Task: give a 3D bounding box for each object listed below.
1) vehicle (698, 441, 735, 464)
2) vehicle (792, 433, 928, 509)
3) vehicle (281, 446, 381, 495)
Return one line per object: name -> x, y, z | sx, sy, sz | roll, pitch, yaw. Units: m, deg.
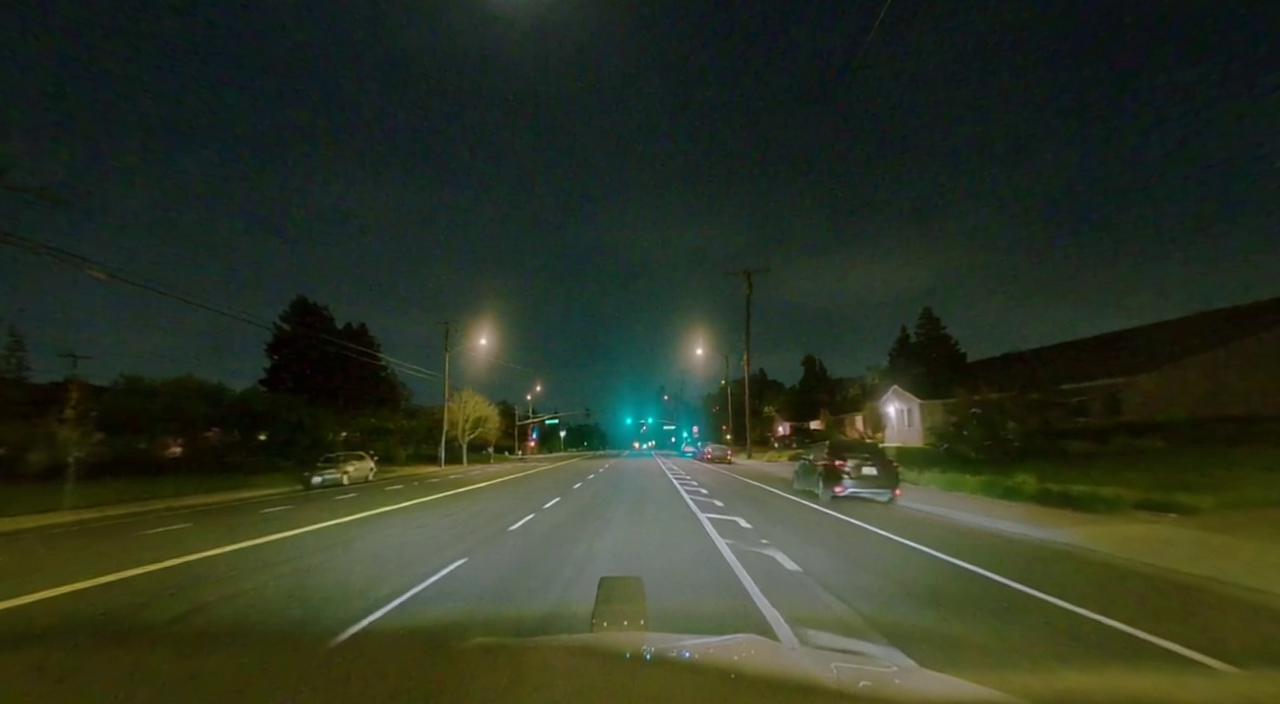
vehicle -> 5.042, 6.689, 42.097 | 1.881, 1.435, 4.525 | 0, -8, -1
vehicle -> 4.962, 2.702, 14.812 | 1.803, 1.517, 3.738 | 0, -8, -1
vehicle -> -12.087, 4.609, 25.004 | 2.000, 1.523, 4.226 | -2, -6, -2
